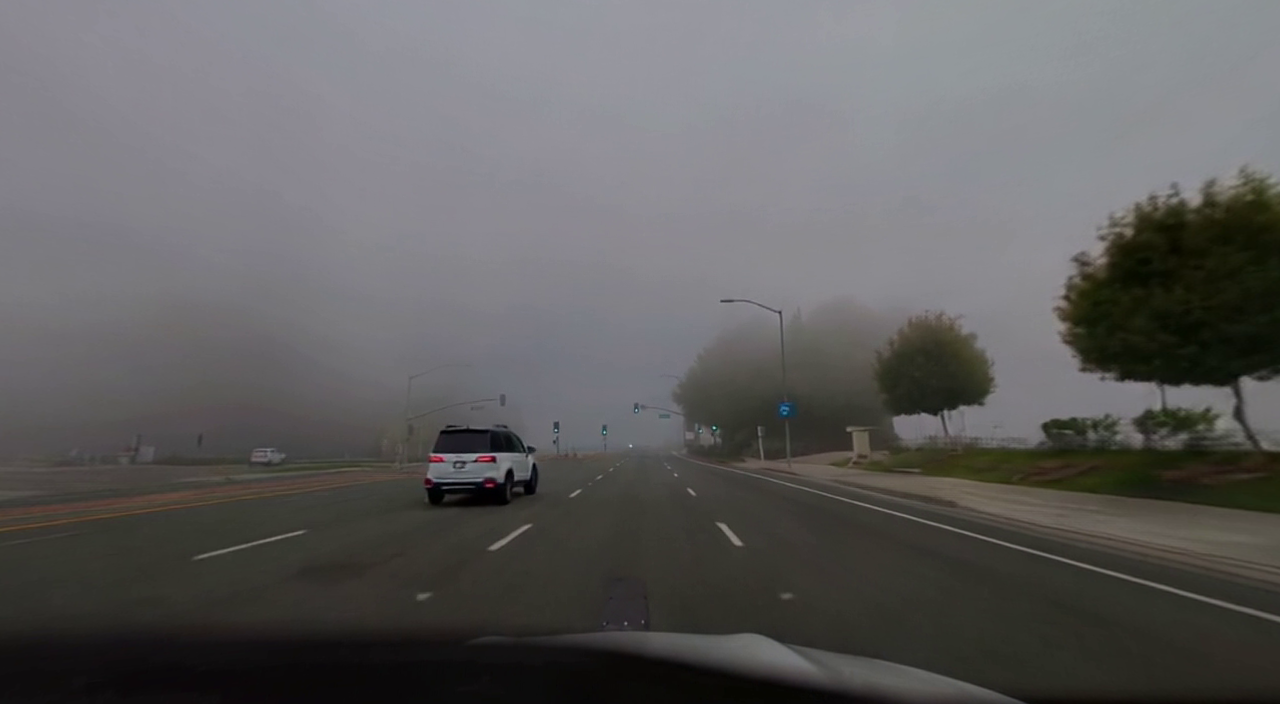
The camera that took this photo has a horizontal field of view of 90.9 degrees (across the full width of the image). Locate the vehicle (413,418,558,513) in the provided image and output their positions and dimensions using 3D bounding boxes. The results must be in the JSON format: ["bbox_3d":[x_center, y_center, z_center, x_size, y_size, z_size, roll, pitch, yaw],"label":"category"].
[{"bbox_3d":[-3.196,2.465,14.089,2.011,1.756,4.478,0,-9,1],"label":"vehicle"}]
